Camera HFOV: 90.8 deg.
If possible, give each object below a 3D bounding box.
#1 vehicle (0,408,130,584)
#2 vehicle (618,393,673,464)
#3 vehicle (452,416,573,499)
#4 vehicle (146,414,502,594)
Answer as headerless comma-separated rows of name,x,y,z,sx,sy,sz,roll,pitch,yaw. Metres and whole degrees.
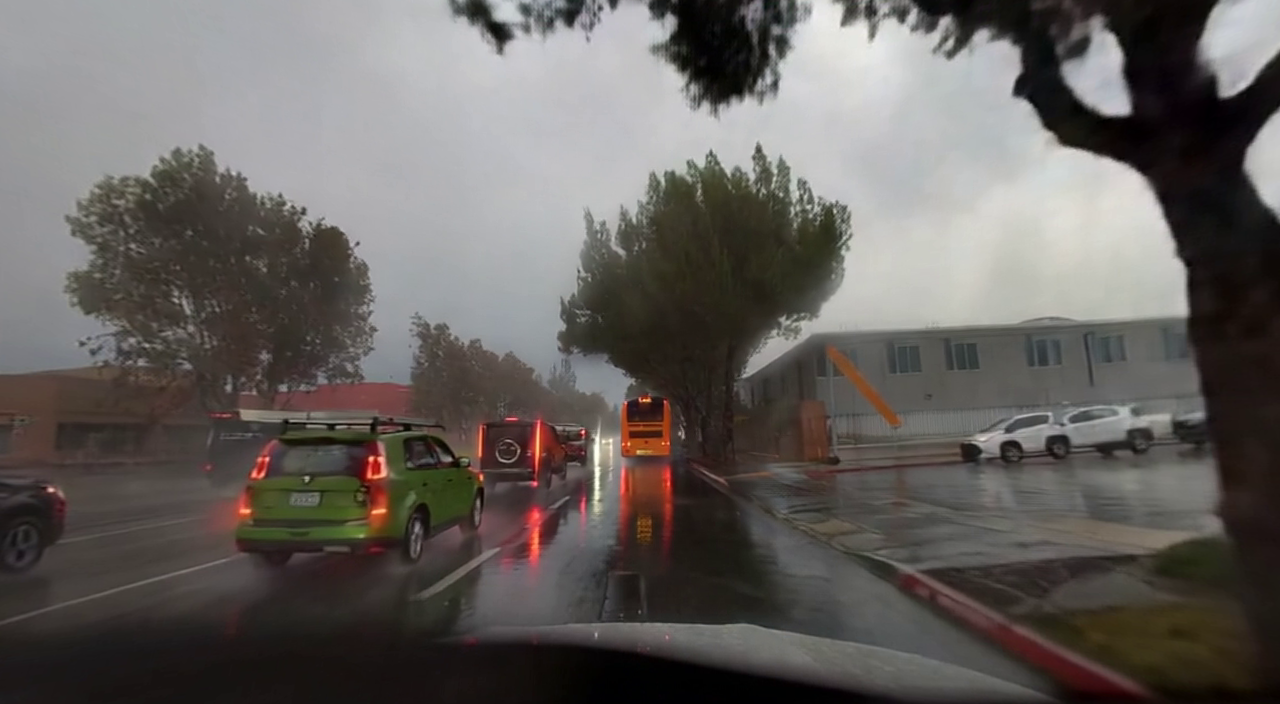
vehicle,-7.332,1.284,5.341,2.252,1.686,4.447,0,-9,1
vehicle,0.391,5.064,40.600,2.970,3.857,12.200,0,-9,1
vehicle,-3.195,2.798,17.089,2.095,1.892,5.043,0,-8,1
vehicle,-3.297,1.682,7.892,2.042,1.571,4.475,0,-9,1
